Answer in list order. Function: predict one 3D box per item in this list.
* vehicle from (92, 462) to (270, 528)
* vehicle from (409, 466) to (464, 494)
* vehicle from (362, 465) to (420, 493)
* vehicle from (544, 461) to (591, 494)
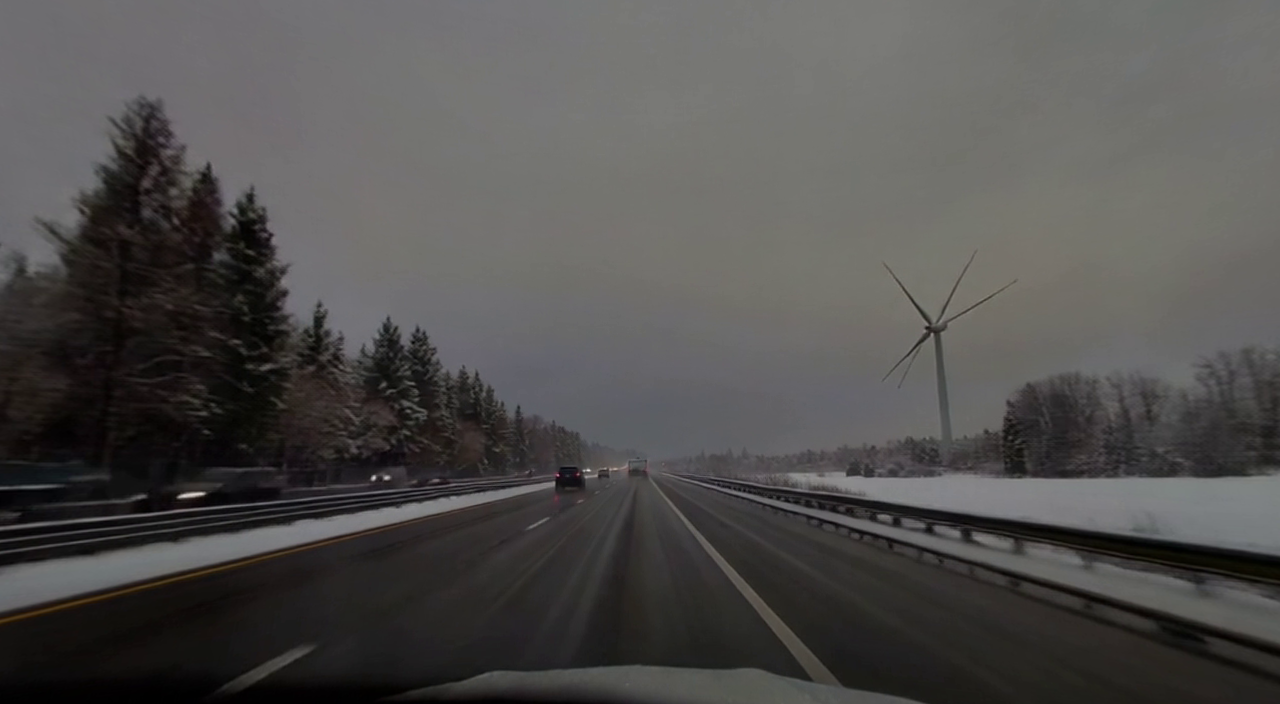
[{"bbox_3d":[-12.590,3.928,17.692,1.844,1.561,4.103,1,-11,0],"label":"vehicle"},{"bbox_3d":[-12.656,7.991,39.511,1.945,1.614,4.213,1,-11,1],"label":"vehicle"},{"bbox_3d":[-16.866,8.654,43.003,2.030,1.723,4.670,1,-11,0],"label":"vehicle"},{"bbox_3d":[-4.059,7.146,36.086,2.124,1.705,4.440,1,-11,1],"label":"vehicle"}]
